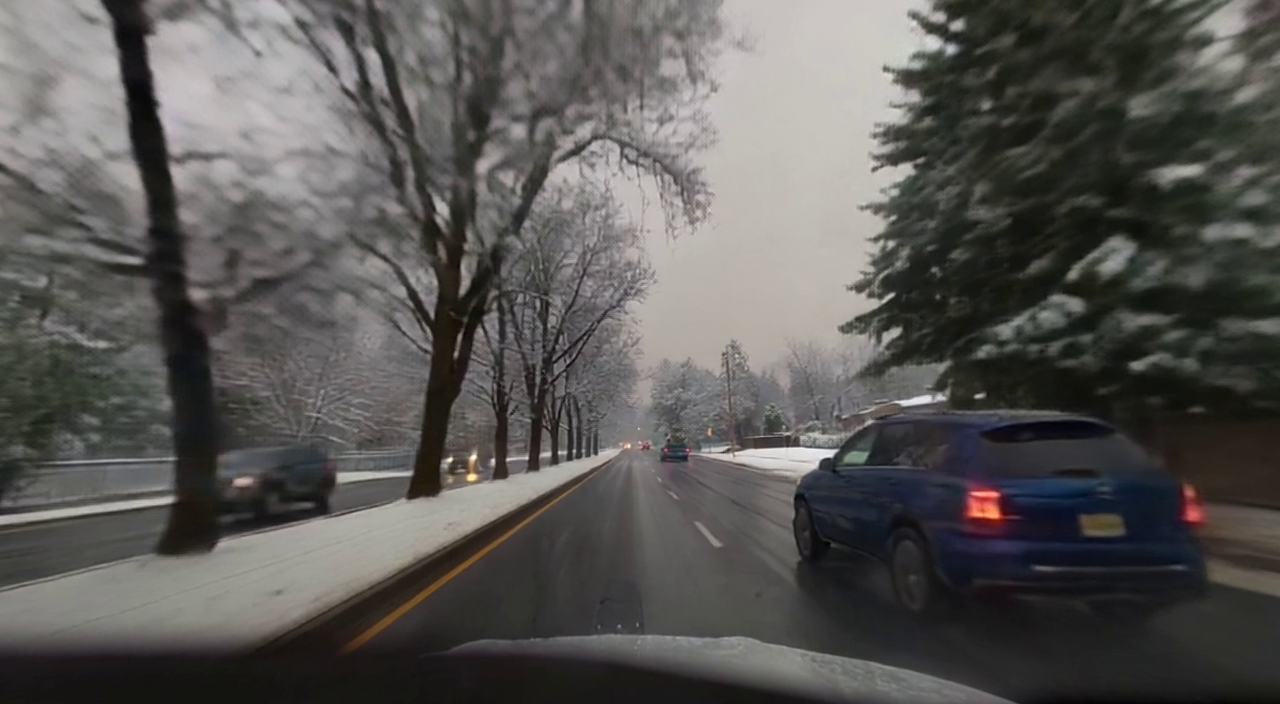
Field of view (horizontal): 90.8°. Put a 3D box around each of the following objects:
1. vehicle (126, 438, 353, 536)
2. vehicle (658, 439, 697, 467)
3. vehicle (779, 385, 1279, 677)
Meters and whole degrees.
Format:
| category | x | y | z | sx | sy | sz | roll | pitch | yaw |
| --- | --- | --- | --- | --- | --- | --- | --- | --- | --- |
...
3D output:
| category | x | y | z | sx | sy | sz | roll | pitch | yaw |
| --- | --- | --- | --- | --- | --- | --- | --- | --- | --- |
| vehicle | -8.132 | 2.738 | 13.470 | 1.973 | 1.701 | 4.338 | 0 | -9 | 0 |
| vehicle | 2.365 | 6.484 | 40.700 | 2.164 | 1.725 | 4.285 | 0 | -9 | -1 |
| vehicle | 2.895 | 1.322 | 5.826 | 2.066 | 1.603 | 4.475 | 0 | -9 | -2 |
